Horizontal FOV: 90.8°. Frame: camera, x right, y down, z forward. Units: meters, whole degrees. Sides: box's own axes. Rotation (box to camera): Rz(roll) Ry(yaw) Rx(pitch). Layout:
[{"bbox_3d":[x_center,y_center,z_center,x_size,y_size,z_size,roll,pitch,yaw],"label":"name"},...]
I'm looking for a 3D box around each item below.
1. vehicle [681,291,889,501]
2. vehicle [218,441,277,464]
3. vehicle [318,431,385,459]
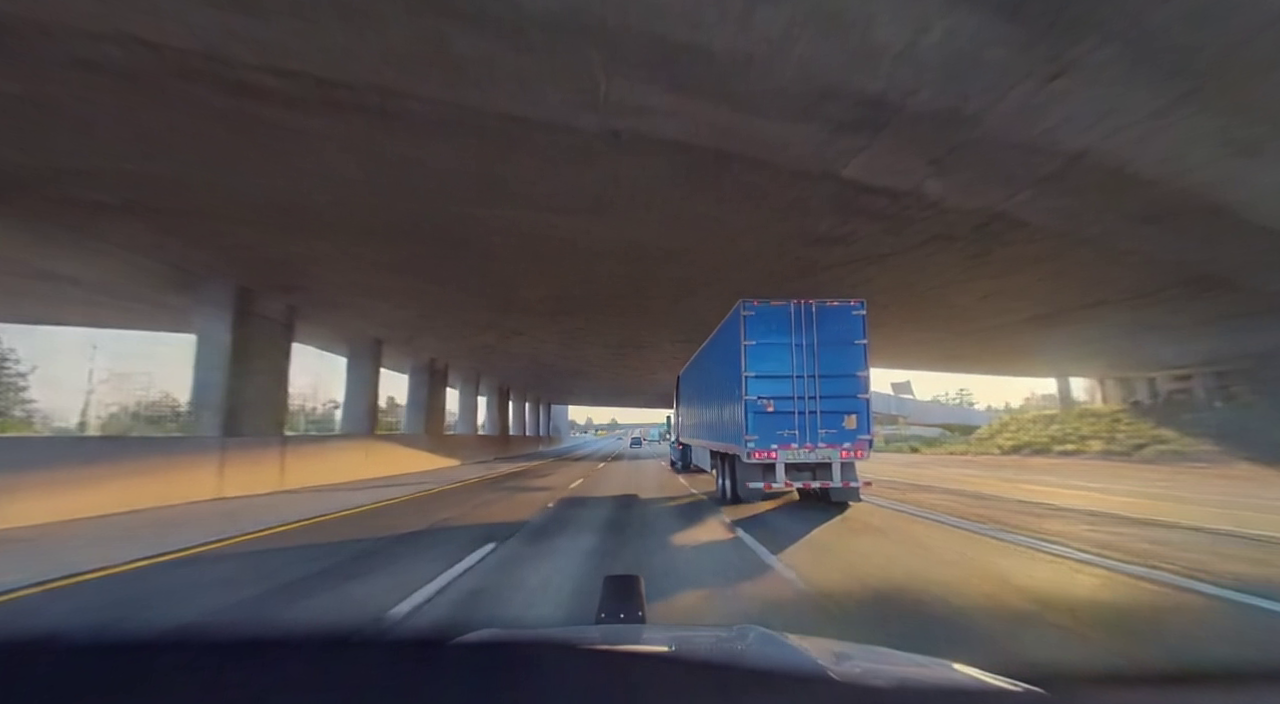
[{"bbox_3d":[3.360,2.055,20.662,2.743,4.160,16.408,0,-9,-1],"label":"vehicle"},{"bbox_3d":[-25.838,6.619,41.704,1.556,1.394,3.502,0,-9,0],"label":"vehicle"},{"bbox_3d":[-17.741,5.756,39.065,2.164,1.606,4.065,0,-9,0],"label":"vehicle"}]
